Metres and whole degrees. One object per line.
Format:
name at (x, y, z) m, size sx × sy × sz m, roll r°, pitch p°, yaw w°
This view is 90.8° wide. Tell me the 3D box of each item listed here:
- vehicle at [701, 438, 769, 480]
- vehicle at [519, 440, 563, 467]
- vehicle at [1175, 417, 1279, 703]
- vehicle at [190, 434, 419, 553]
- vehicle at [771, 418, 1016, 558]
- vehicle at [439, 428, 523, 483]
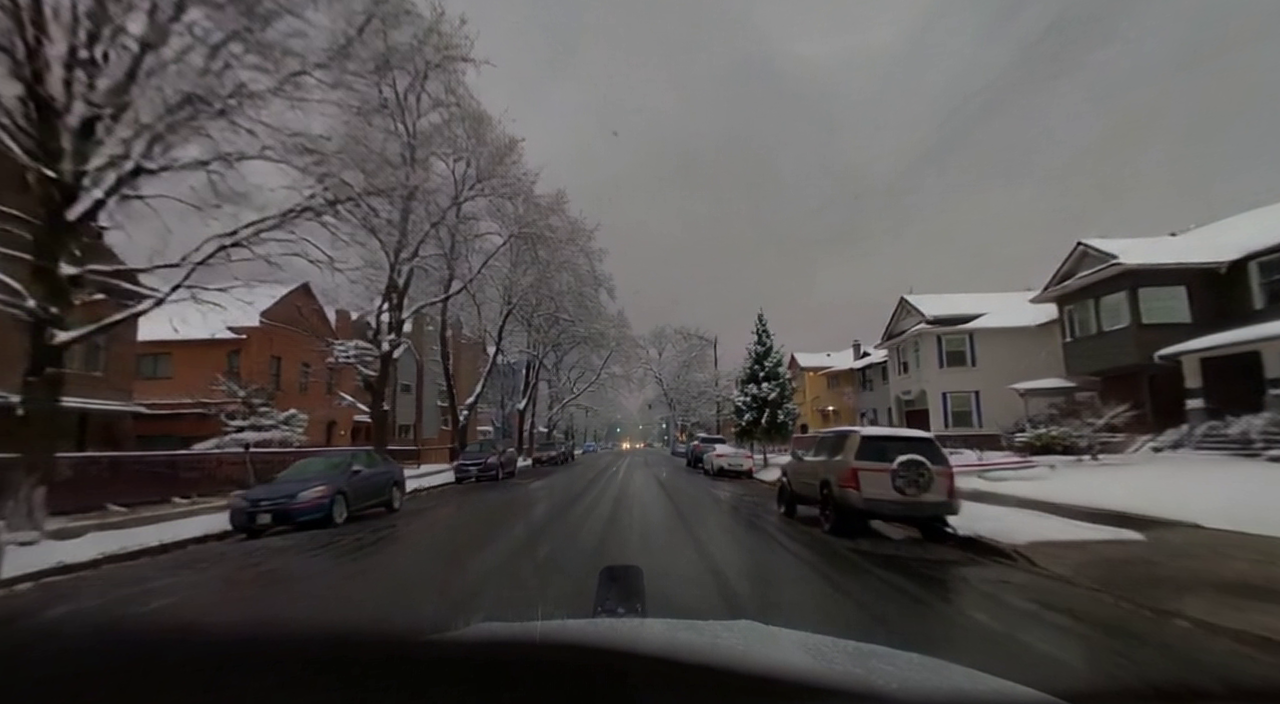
vehicle at (3.643, 4.175, 24.990) m, size 1.968 × 1.505 × 4.368 m, roll 0°, pitch -8°, yaw -1°
vehicle at (-5.871, 6.077, 37.939) m, size 1.998 × 1.485 × 4.476 m, roll 0°, pitch -8°, yaw -1°
vehicle at (3.487, 0.727, 0.608) m, size 1.881 × 1.482 × 4.531 m, roll 0°, pitch -8°, yaw -2°
vehicle at (-5.888, 2.429, 11.807) m, size 1.901 × 1.475 × 4.425 m, roll -5°, pitch -5°, yaw -1°
vehicle at (3.476, 1.944, 9.780) m, size 1.950 × 1.647 × 4.425 m, roll 0°, pitch -8°, yaw 0°
vehicle at (-6.000, 3.986, 24.443) m, size 2.106 × 1.760 × 4.573 m, roll -4°, pitch -9°, yaw -2°
